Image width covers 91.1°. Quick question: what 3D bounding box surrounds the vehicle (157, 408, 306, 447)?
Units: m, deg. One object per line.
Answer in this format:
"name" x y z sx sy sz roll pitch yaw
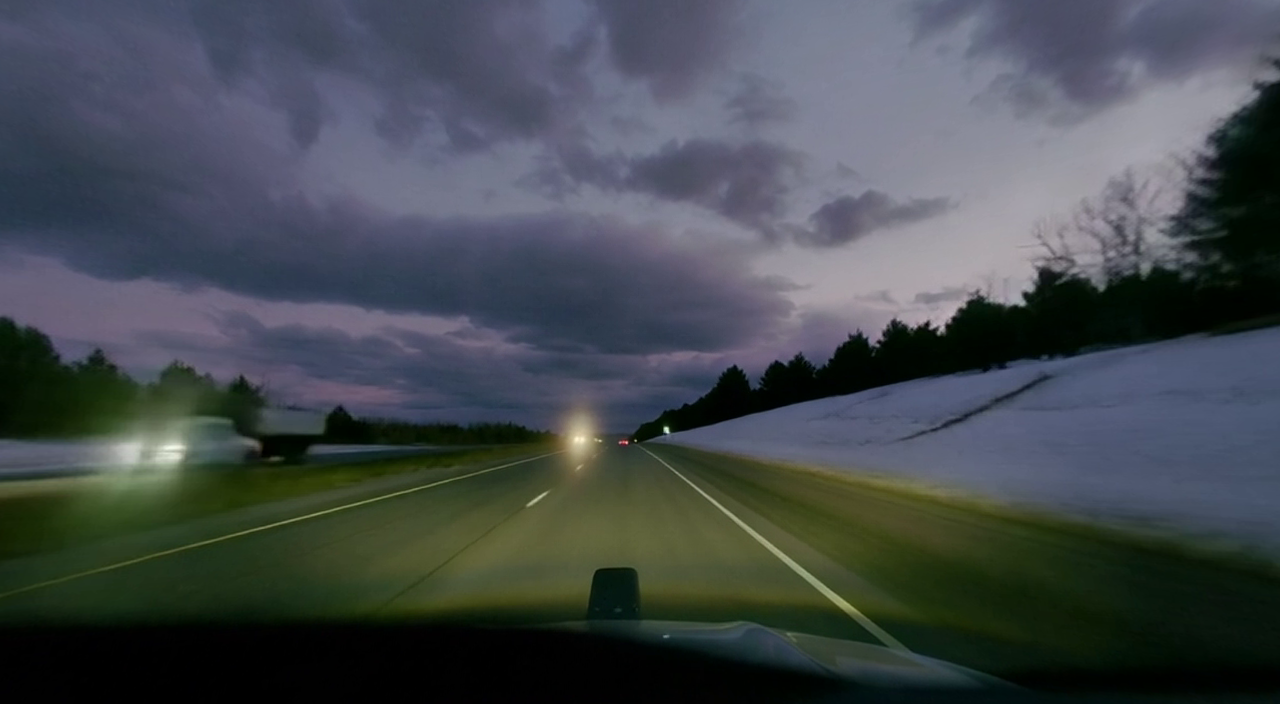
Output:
"vehicle" -14.618 2.802 22.981 2.098 1.266 5.061 0 -8 0

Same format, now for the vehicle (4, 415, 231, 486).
"vehicle" -14.508 2.757 17.978 2.449 1.764 4.695 0 -8 -1
